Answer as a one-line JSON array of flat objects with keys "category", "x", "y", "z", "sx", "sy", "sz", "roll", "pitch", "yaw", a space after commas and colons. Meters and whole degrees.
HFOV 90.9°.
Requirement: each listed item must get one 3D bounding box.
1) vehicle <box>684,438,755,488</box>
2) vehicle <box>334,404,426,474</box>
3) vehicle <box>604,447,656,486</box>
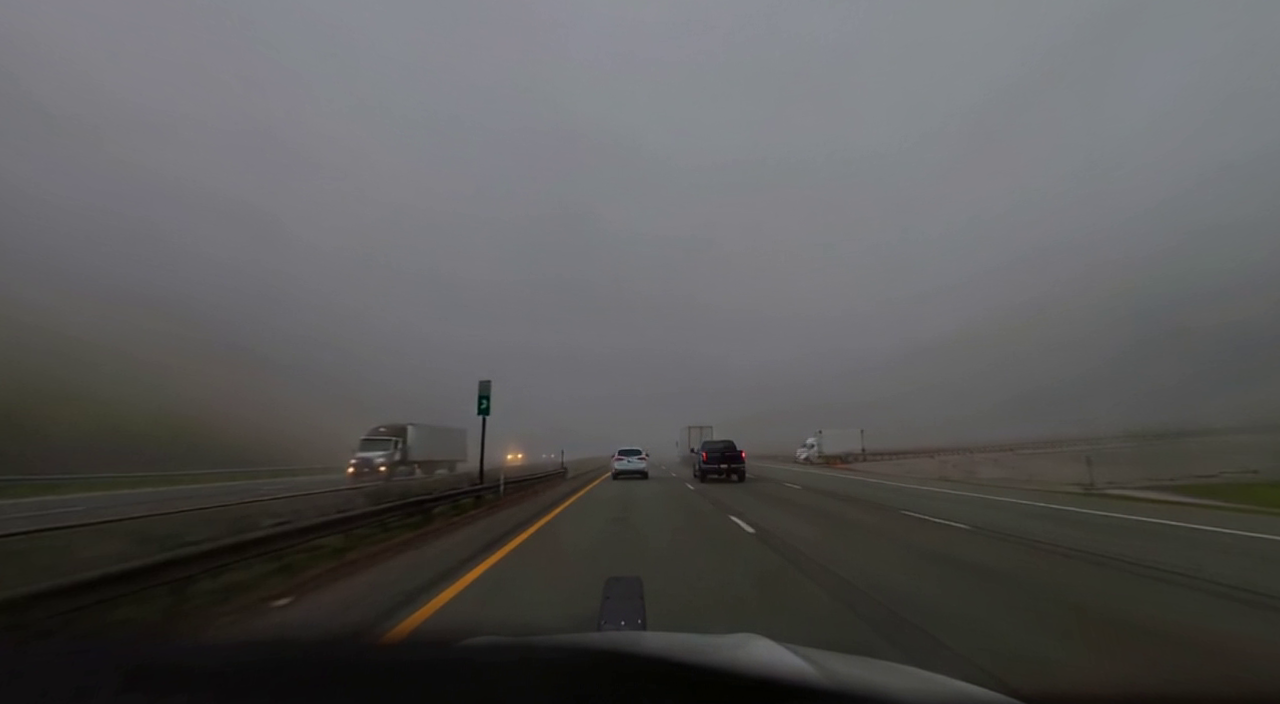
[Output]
[{"category": "vehicle", "x": 2.901, "y": 4.173, "z": 23.951, "sx": 2.048, "sy": 1.704, "sz": 4.284, "roll": 0, "pitch": -9, "yaw": -1}, {"category": "vehicle", "x": -15.869, "y": 5.412, "z": 38.963, "sx": 2.979, "sy": 3.999, "sz": 5.923, "roll": 0, "pitch": -9, "yaw": 1}, {"category": "vehicle", "x": -0.402, "y": 4.569, "z": 25.442, "sx": 1.970, "sy": 1.441, "sz": 3.846, "roll": 0, "pitch": -9, "yaw": -1}]
